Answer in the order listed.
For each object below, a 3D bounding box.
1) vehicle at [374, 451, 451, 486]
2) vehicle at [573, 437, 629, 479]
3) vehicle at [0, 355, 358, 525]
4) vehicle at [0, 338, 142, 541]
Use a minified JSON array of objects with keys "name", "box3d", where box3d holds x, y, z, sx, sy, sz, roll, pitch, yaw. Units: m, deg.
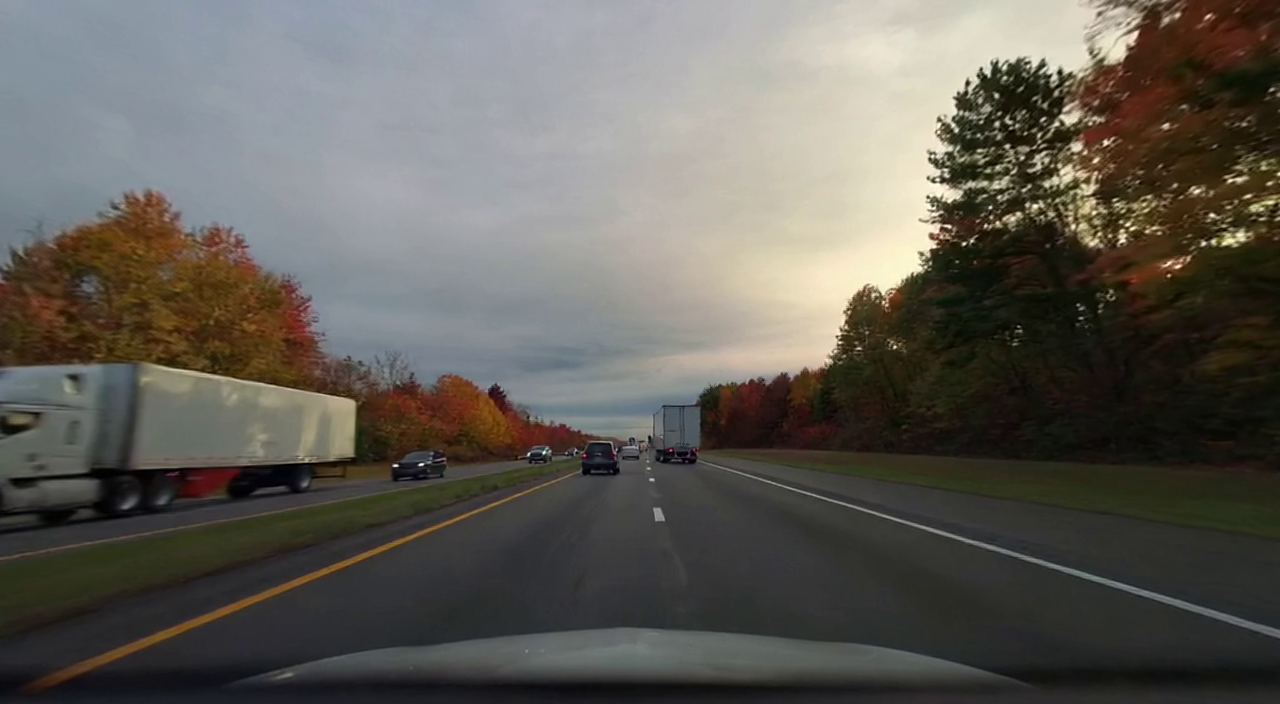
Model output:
[{"name":"vehicle","box3d":[-10.860,5.568,30.263,1.958,1.503,4.696,-1,-9,0]},{"name":"vehicle","box3d":[-1.646,4.697,27.904,2.151,1.693,4.201,-1,-9,1]},{"name":"vehicle","box3d":[-14.960,3.191,22.426,2.946,4.111,14.152,-1,-9,1]},{"name":"vehicle","box3d":[-15.105,2.068,14.580,2.924,4.285,4.614,-1,-9,0]}]
